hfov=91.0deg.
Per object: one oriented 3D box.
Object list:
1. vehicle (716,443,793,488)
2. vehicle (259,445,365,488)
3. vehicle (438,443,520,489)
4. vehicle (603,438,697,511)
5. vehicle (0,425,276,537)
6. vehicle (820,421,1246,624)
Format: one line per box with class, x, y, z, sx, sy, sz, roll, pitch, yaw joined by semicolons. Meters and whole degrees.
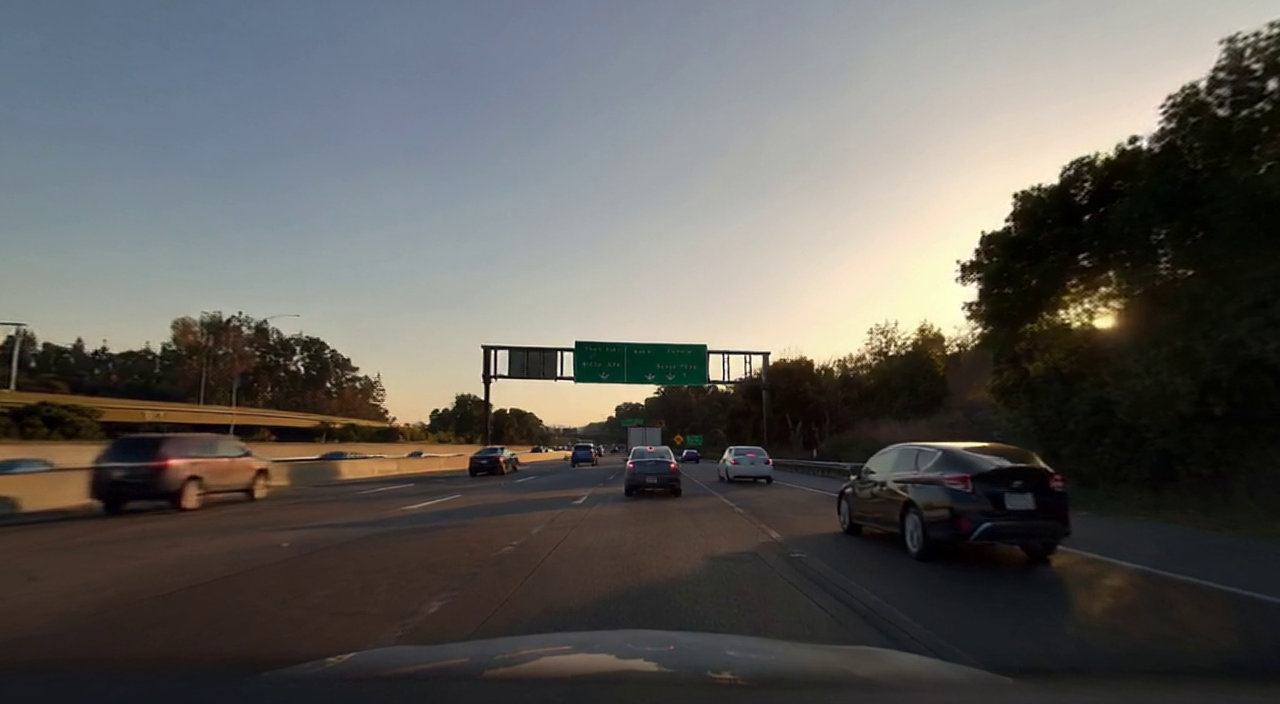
vehicle;4.211;4.236;23.950;2.002;1.499;4.710;0;-8;-1
vehicle;-13.955;4.848;27.170;2.094;1.662;4.486;0;-8;0
vehicle;-6.012;4.290;24.097;2.014;1.587;4.265;0;-8;0
vehicle;0.217;2.953;15.693;2.044;1.554;3.824;0;-8;0
vehicle;-10.017;2.503;12.954;1.978;1.821;4.975;-1;-8;1
vehicle;3.584;1.595;6.856;2.044;1.523;3.947;0;-8;0
